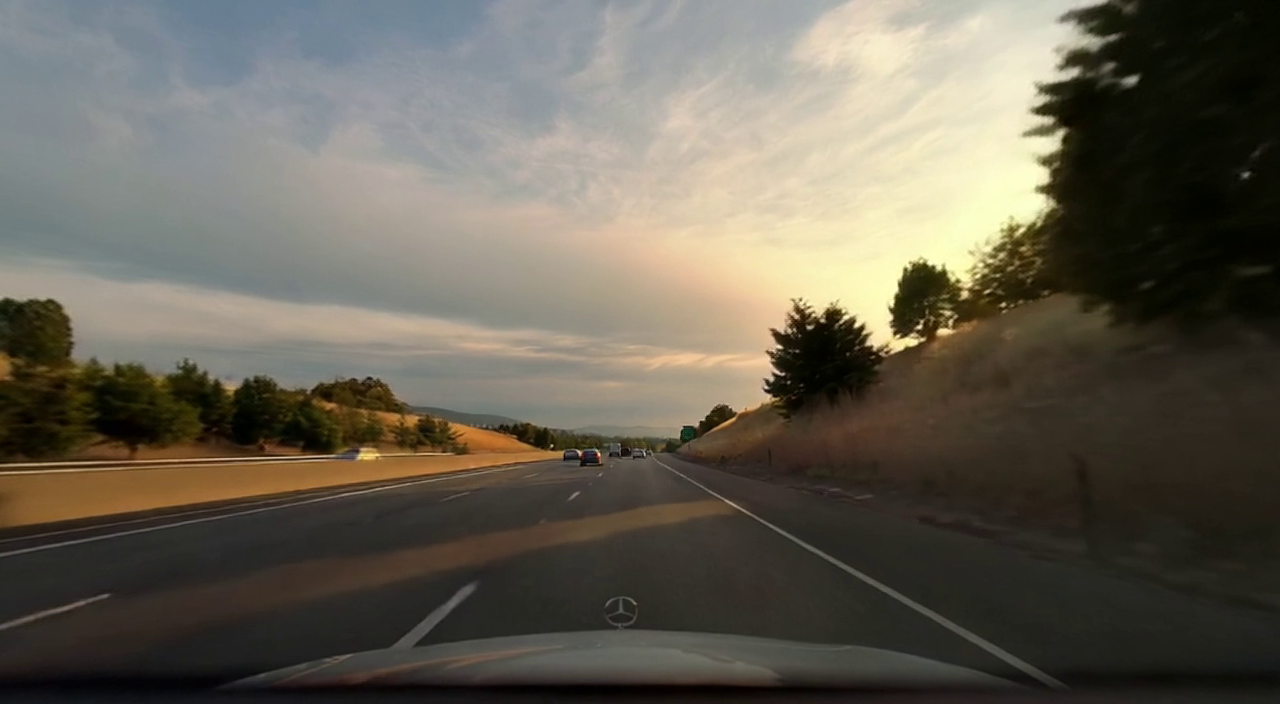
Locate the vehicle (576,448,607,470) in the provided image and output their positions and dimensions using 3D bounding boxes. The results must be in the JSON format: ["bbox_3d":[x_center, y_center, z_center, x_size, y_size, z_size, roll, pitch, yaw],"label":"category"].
[{"bbox_3d":[-3.331,7.490,43.997,1.895,1.482,3.852,0,-9,0],"label":"vehicle"}]
